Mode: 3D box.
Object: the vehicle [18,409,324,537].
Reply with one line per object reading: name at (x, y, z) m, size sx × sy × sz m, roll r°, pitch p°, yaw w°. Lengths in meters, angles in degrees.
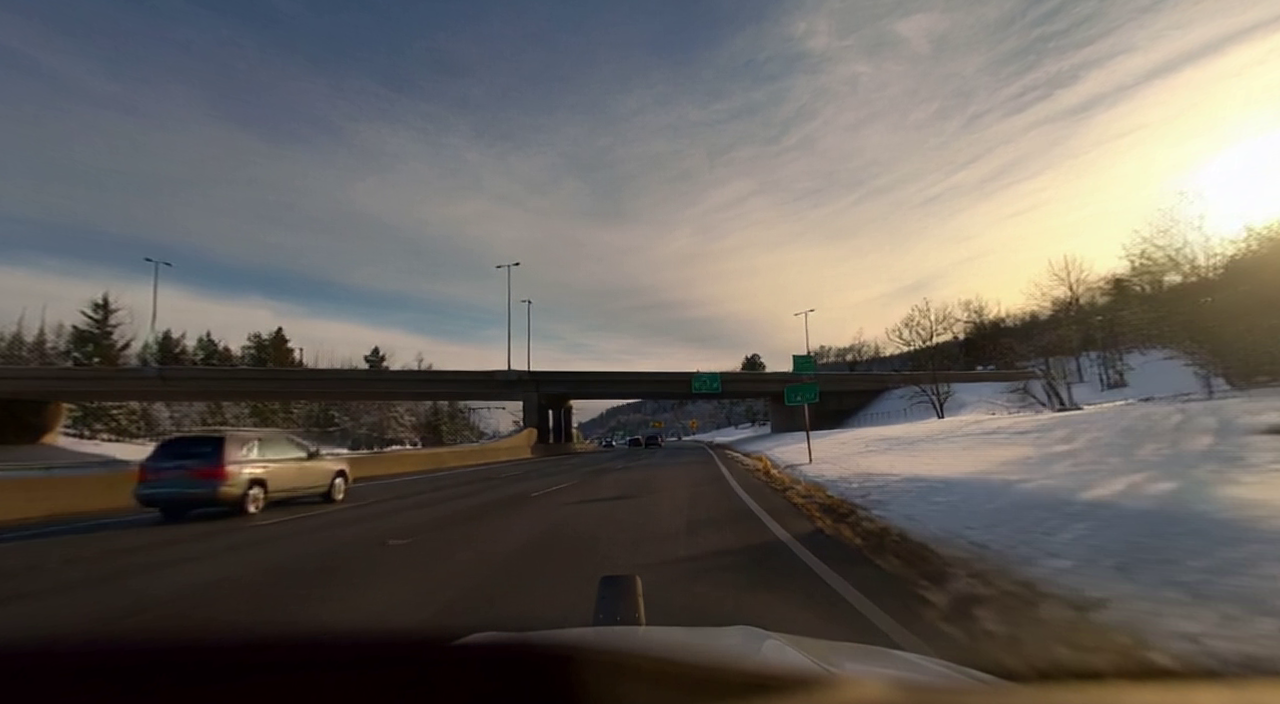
vehicle at (-8.261, 2.129, 11.808) m, size 1.956 × 1.888 × 4.512 m, roll -1°, pitch -8°, yaw 6°
